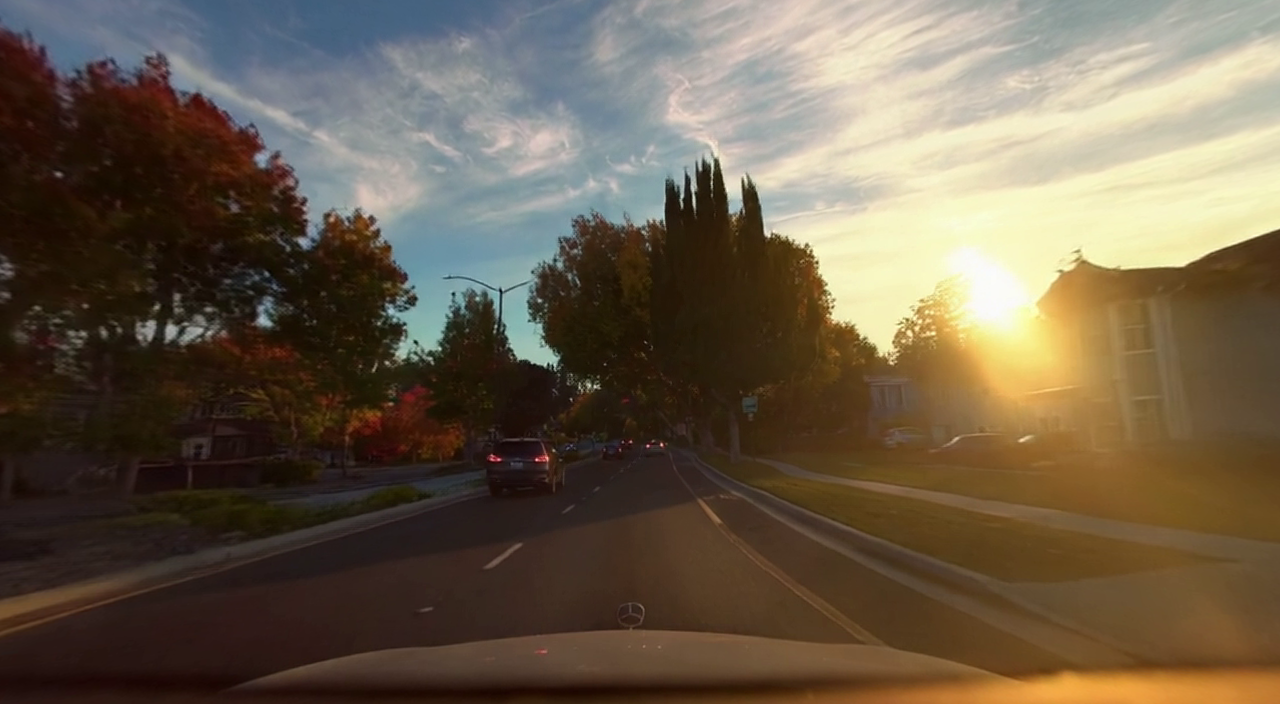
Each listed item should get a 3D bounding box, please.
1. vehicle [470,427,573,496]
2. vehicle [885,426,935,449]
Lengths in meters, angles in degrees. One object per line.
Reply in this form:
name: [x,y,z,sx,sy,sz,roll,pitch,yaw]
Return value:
vehicle: [-3.301,3.166,18.554,2.073,1.770,4.302,0,-8,2]
vehicle: [18.959,6.078,44.513,1.939,1.477,5.129,-1,-8,8]
